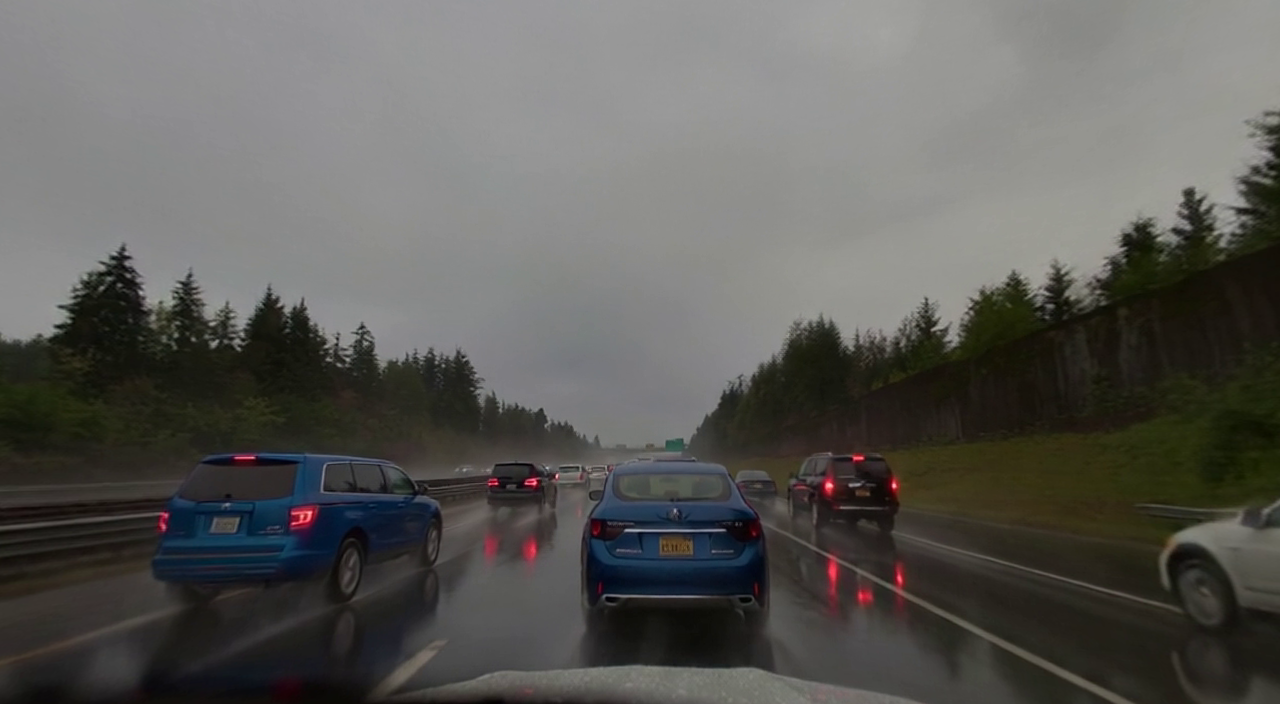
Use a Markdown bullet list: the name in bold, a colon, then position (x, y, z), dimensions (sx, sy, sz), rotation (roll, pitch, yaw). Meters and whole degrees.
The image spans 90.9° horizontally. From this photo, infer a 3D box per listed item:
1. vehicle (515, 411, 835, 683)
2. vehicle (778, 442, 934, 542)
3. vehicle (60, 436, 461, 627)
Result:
- **vehicle**: position (0.246, 1.642, 6.229), dimensions (2.057, 1.725, 4.126), rotation (1, -11, 0)
- **vehicle**: position (4.644, 3.109, 14.354), dimensions (1.984, 1.876, 4.287), rotation (1, -11, 0)
- **vehicle**: position (-3.827, 1.909, 7.514), dimensions (1.994, 1.556, 4.263), rotation (0, -11, 2)
